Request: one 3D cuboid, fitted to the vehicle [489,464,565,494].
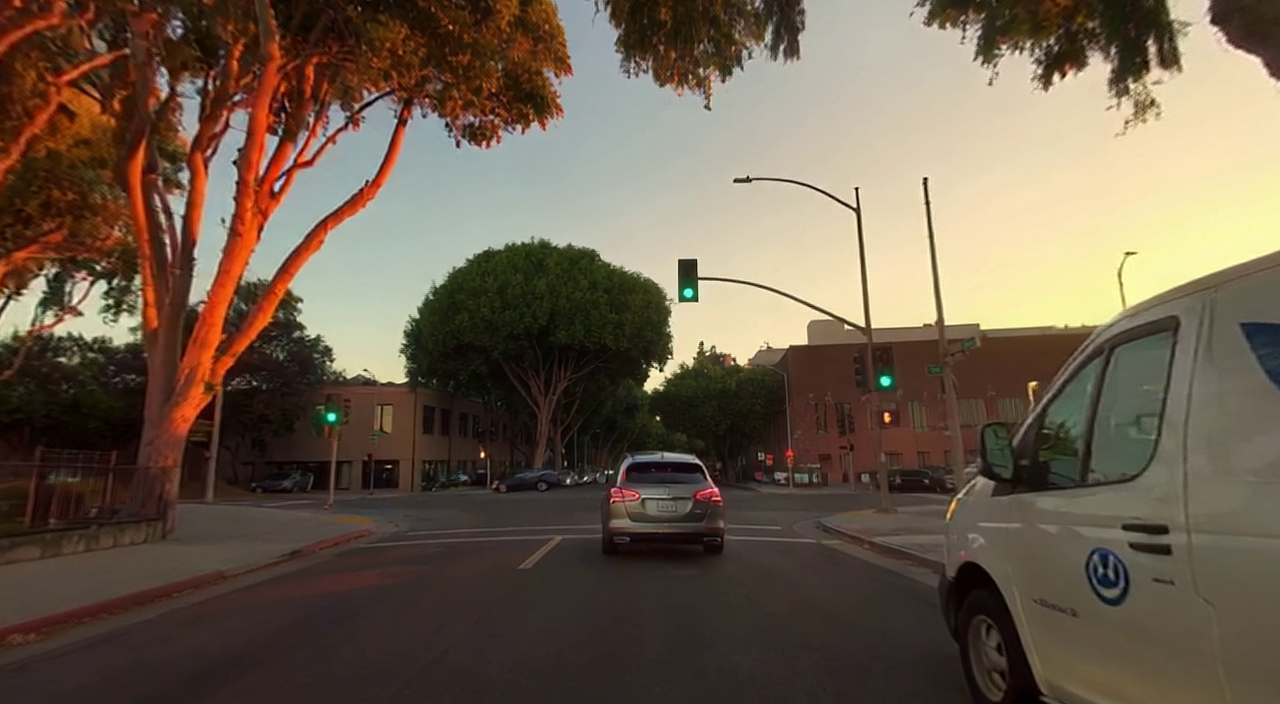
[{"bbox_3d":[-6.874,7.785,38.852,1.993,1.692,4.675,-6,-12,31],"label":"vehicle"}]

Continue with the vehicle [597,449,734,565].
[{"bbox_3d":[0.302,2.571,10.944,1.961,1.629,3.610,1,-11,-2],"label":"vehicle"}]

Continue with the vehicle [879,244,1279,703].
[{"bbox_3d":[2.839,0.762,2.104,2.054,1.965,5.248,0,-11,1],"label":"vehicle"}]
